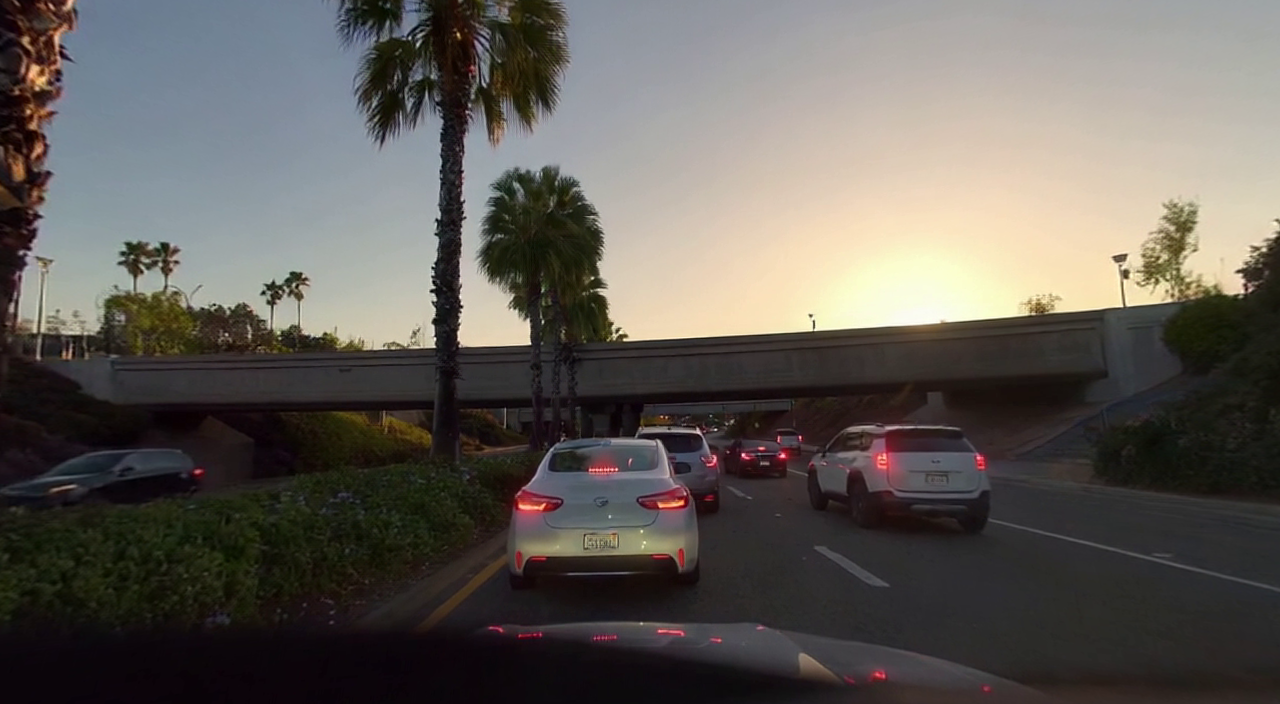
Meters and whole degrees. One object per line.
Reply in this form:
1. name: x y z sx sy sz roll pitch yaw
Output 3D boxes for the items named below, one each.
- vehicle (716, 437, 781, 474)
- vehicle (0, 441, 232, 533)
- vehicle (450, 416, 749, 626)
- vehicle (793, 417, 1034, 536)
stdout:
1. vehicle: 4.691 4.548 27.824 2.034 1.517 4.840 0 -8 1
2. vehicle: -11.709 2.887 14.117 2.084 1.704 4.485 0 -9 -1
3. vehicle: -0.230 1.527 6.639 2.172 1.506 4.018 0 -9 2
4. vehicle: 4.338 2.063 11.059 2.149 1.609 4.807 0 -9 1
